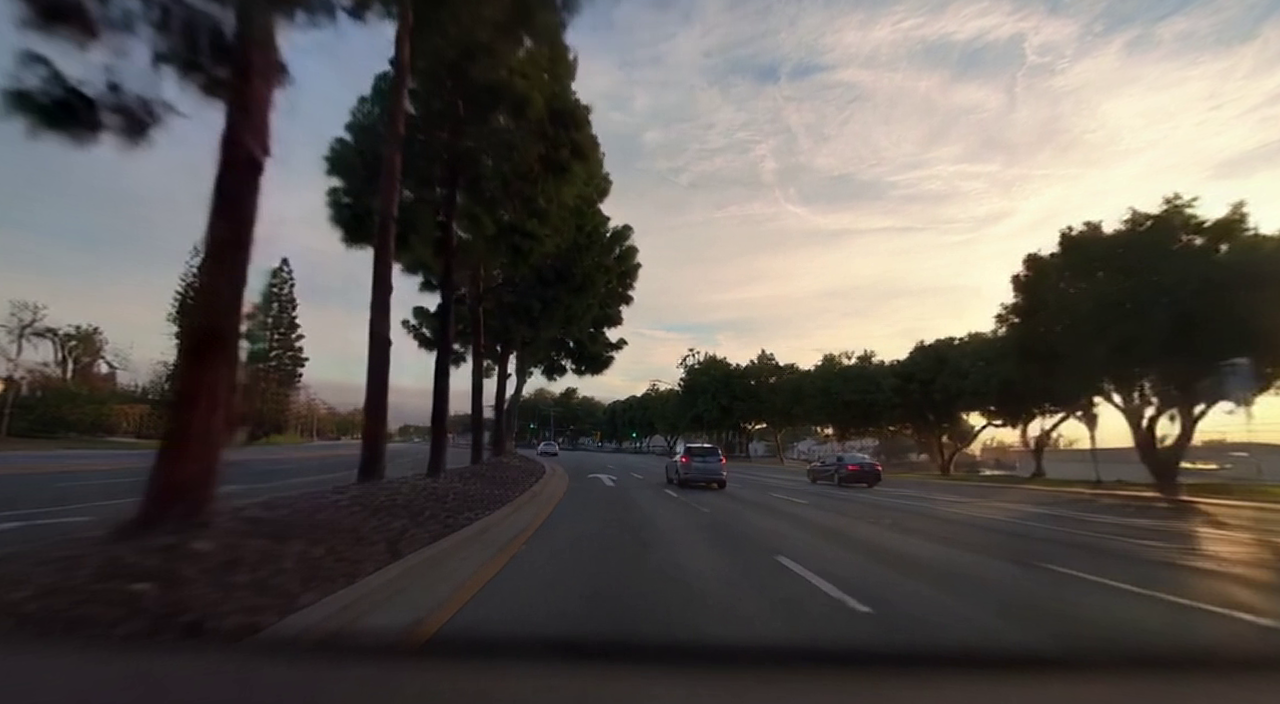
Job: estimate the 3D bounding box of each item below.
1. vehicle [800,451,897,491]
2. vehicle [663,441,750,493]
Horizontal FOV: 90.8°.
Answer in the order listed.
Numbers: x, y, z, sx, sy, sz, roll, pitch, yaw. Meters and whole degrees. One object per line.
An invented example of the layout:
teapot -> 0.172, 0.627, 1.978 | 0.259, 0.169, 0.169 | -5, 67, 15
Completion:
vehicle -> 8.491, 4.862, 26.282 | 1.940, 1.460, 4.652 | 1, -9, -8
vehicle -> 2.244, 4.043, 22.714 | 2.122, 1.646, 4.525 | 1, -9, -7
